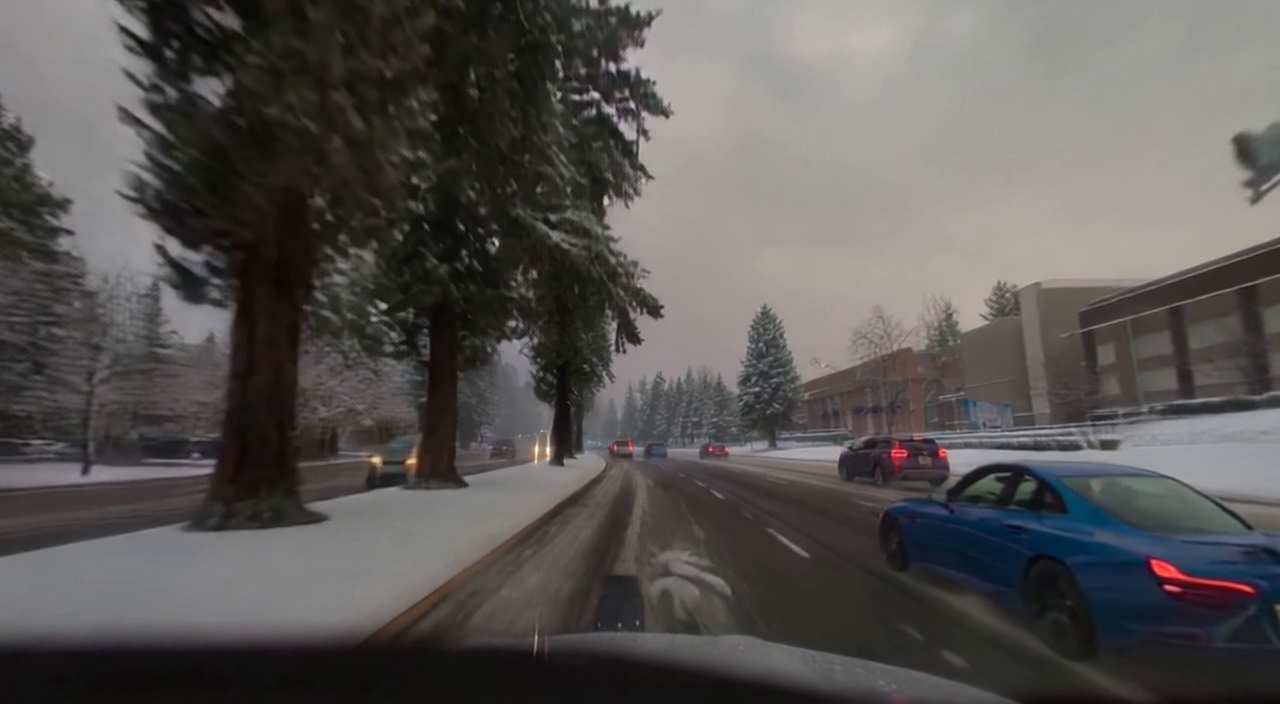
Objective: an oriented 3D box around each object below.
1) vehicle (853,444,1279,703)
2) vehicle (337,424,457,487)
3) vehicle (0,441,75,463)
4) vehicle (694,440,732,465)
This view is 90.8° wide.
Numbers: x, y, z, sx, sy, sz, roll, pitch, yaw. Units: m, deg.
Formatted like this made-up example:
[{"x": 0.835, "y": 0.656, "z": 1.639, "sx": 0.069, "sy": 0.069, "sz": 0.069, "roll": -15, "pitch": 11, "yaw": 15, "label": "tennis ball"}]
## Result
[{"x": 3.428, "y": 1.397, "z": 4.858, "sx": 1.990, "sy": 1.347, "sz": 4.388, "roll": 0, "pitch": -9, "yaw": -1, "label": "vehicle"}, {"x": -7.678, "y": 3.330, "z": 20.539, "sx": 2.106, "sy": 1.768, "sz": 4.552, "roll": 0, "pitch": -9, "yaw": 0, "label": "vehicle"}, {"x": -47.675, "y": 7.867, "z": 49.652, "sx": 4.503, "sy": 1.663, "sz": 1.718, "roll": 1, "pitch": -9, "yaw": -5, "label": "vehicle"}, {"x": 5.197, "y": 7.243, "z": 45.631, "sx": 1.931, "sy": 1.685, "sz": 4.054, "roll": 0, "pitch": -9, "yaw": -5, "label": "vehicle"}]
